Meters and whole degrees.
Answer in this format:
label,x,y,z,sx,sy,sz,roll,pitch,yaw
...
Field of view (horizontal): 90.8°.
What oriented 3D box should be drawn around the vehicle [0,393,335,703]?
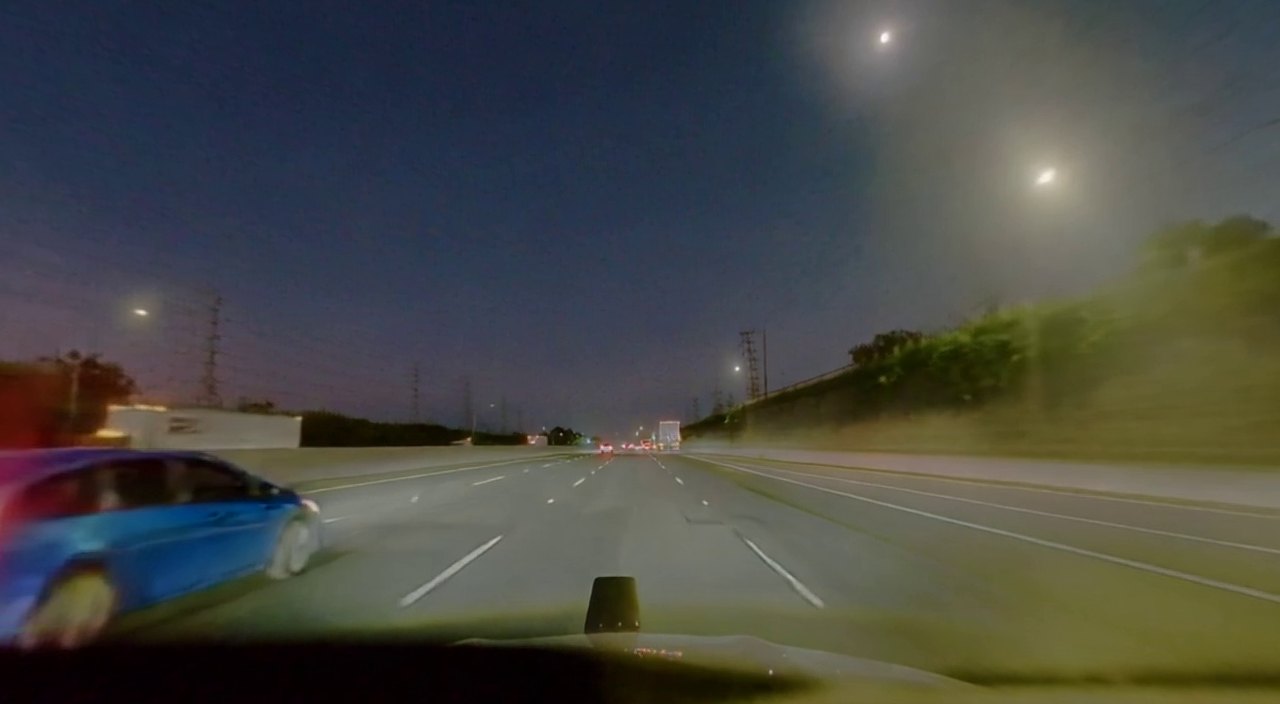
label,x,y,z,sx,sy,sz,roll,pitch,yaw
vehicle,-3.961,1.127,3.958,2.009,1.533,4.175,0,-9,0
